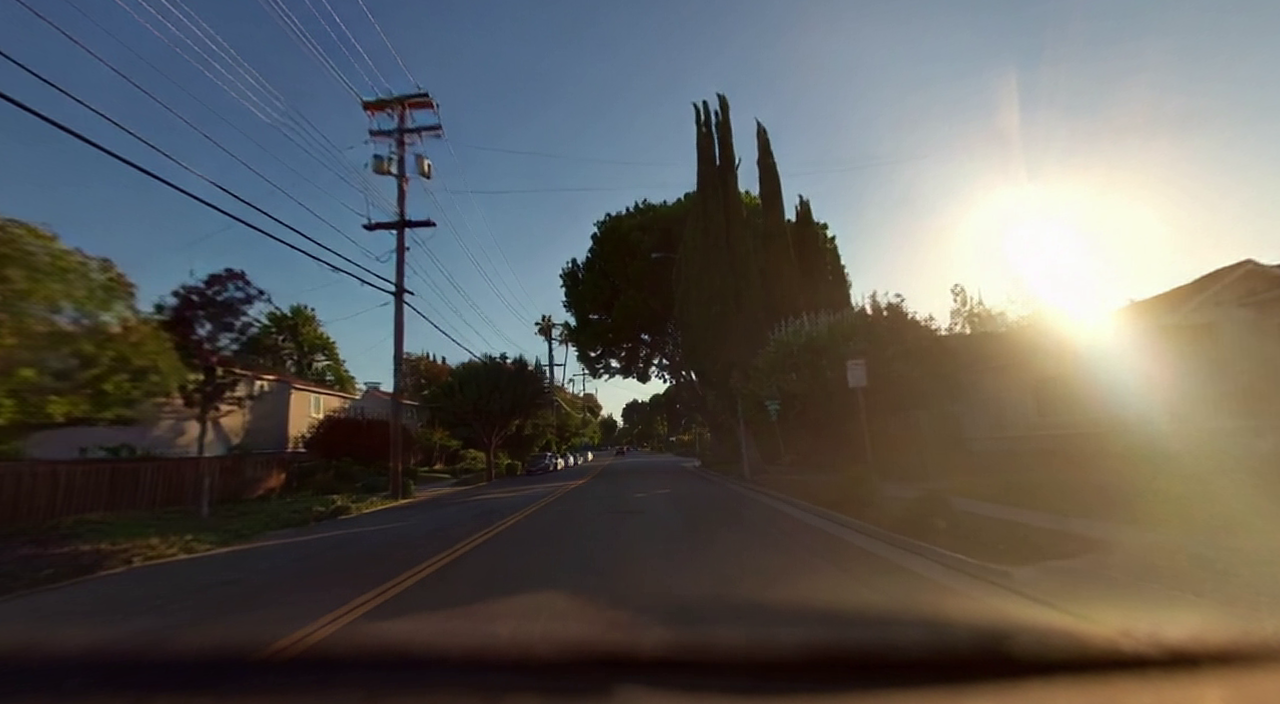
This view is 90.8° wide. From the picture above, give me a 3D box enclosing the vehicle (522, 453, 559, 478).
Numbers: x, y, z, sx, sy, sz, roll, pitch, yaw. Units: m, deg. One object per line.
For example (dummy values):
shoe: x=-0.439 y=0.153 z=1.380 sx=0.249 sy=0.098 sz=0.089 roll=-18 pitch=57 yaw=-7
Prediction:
vehicle: x=-7.260 y=8.331 z=46.605 sx=1.869 sy=1.442 sz=4.344 roll=-9 pitch=-8 yaw=-1
